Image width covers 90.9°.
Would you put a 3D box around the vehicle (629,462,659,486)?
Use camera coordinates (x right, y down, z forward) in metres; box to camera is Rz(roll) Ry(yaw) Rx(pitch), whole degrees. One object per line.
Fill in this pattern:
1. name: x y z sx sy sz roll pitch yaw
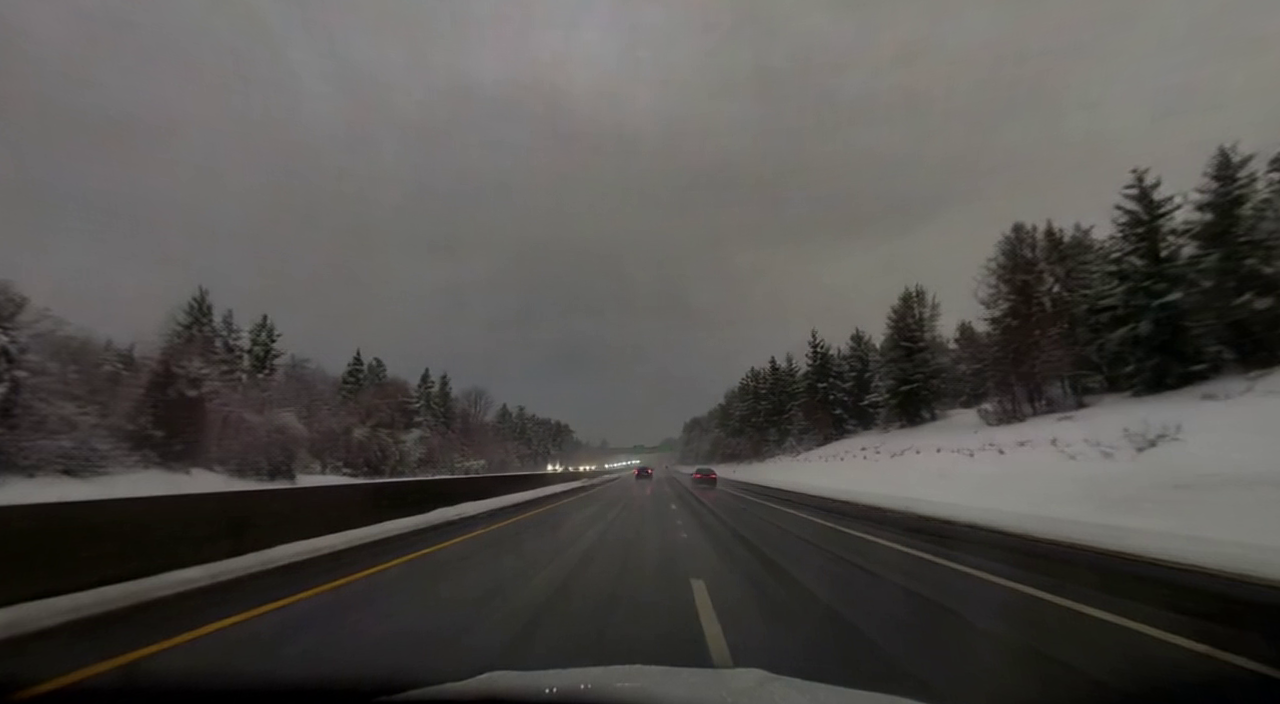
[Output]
1. vehicle: 0.347 9.637 49.916 2.160 1.721 4.368 0 -10 3

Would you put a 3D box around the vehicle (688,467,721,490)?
1. vehicle: 4.458 8.808 43.981 1.937 1.467 4.061 1 -10 1
